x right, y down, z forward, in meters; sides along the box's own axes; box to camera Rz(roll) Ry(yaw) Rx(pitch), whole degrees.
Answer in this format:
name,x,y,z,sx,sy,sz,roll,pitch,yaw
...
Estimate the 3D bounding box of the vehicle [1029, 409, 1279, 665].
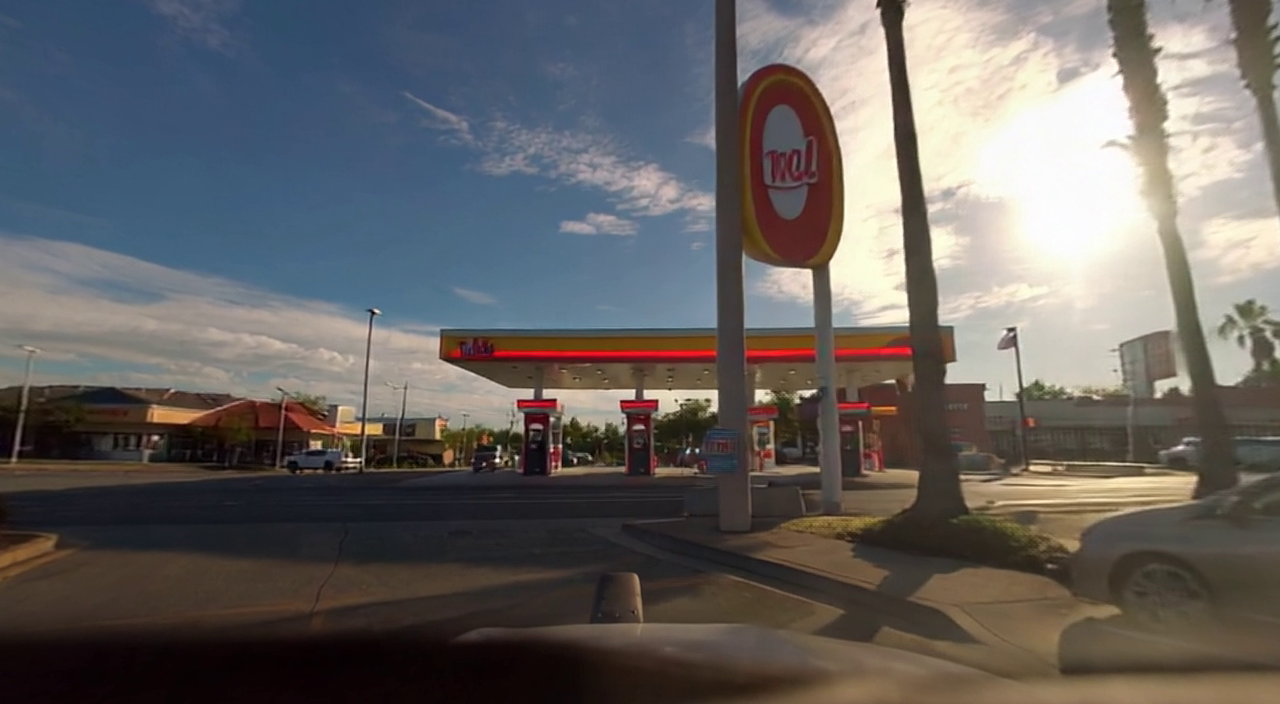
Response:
name,x,y,z,sx,sy,sz,roll,pitch,yaw
vehicle,5.010,1.031,3.395,1.937,1.490,4.564,4,-9,-24
